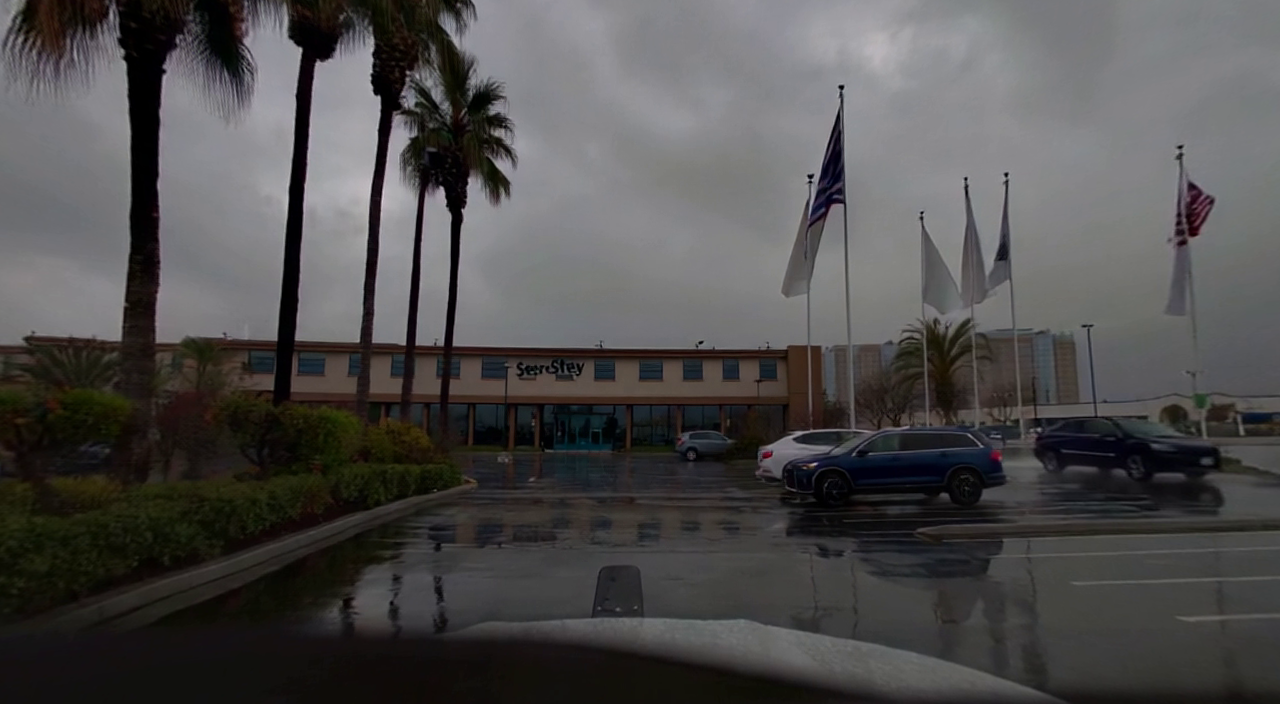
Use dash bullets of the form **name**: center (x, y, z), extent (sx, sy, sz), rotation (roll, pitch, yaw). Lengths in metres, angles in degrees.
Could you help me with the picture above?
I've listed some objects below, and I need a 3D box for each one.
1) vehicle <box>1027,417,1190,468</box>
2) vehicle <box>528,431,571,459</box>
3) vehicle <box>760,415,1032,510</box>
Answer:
- **vehicle**: center (19.656, 3.898, 26.929), extent (2.357, 1.921, 5.999), rotation (0, -8, 0)
- **vehicle**: center (-6.611, 6.808, 46.346), extent (1.943, 1.890, 4.472), rotation (-3, -7, 7)
- **vehicle**: center (4.887, 2.180, 12.586), extent (4.567, 1.723, 1.926), rotation (0, -8, 0)
